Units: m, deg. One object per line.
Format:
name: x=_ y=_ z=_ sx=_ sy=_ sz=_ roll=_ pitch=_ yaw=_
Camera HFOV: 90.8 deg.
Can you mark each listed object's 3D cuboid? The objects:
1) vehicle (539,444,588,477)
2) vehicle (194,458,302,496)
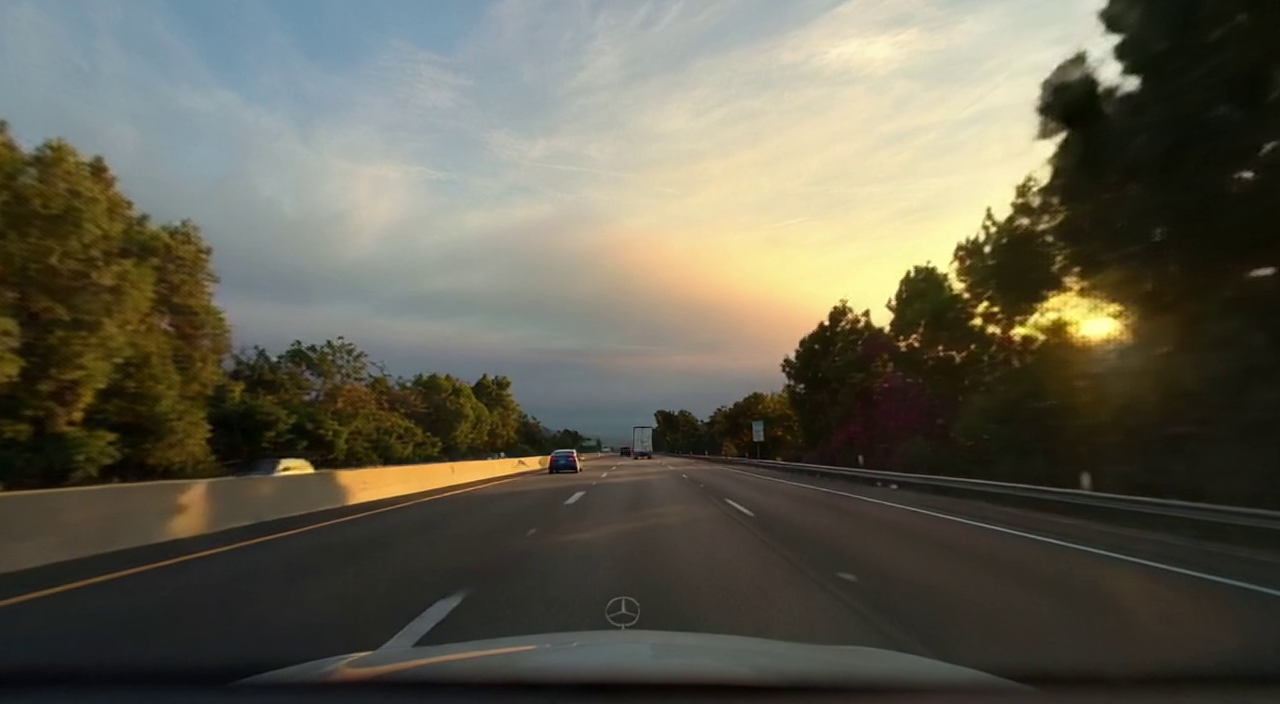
vehicle: x=-3.824 y=5.508 z=32.177 sx=2.018 sy=1.548 sz=3.849 roll=0 pitch=-9 yaw=0
vehicle: x=-16.895 y=5.383 z=27.504 sx=1.813 sy=1.419 sz=4.392 roll=-1 pitch=-9 yaw=1
